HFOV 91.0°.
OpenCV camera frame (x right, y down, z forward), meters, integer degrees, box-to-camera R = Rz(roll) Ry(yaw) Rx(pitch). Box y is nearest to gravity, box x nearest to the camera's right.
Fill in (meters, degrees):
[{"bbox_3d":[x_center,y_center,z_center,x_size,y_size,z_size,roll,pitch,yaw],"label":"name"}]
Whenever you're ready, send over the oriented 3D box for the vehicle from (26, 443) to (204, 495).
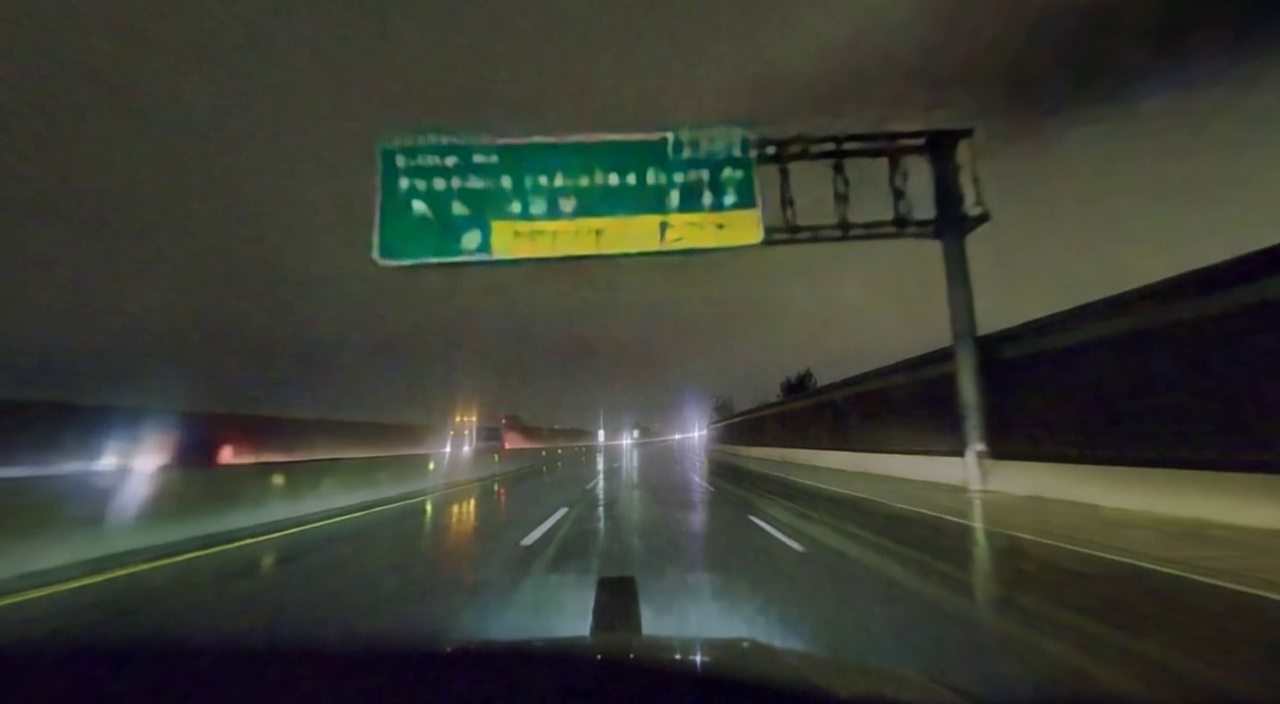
[{"bbox_3d":[-17.303,3.834,21.152,1.905,1.489,4.751,-1,-8,0],"label":"vehicle"}]
